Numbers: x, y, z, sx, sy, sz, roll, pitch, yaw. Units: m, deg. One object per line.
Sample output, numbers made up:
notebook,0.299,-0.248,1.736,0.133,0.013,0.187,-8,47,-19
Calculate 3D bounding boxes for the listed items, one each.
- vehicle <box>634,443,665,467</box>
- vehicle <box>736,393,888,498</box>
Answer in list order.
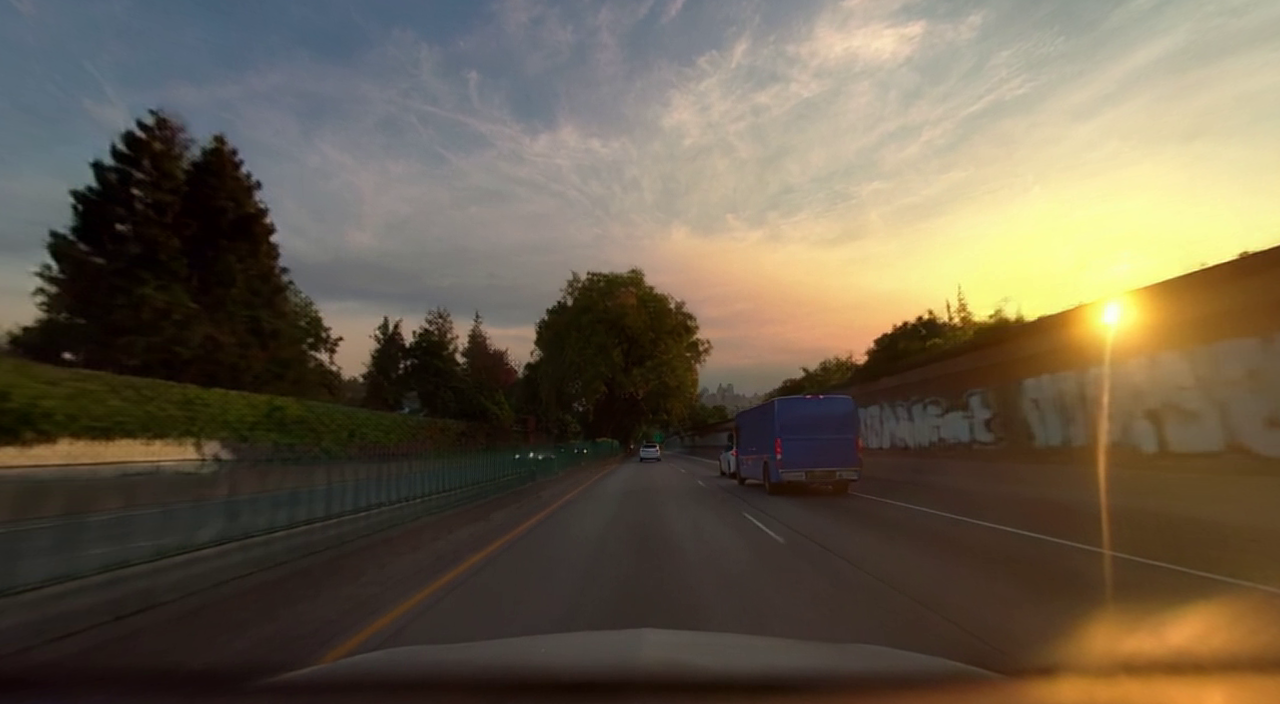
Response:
vehicle,0.618,6.985,42.890,2.030,1.572,4.067,0,-8,0
vehicle,4.891,2.884,19.533,2.712,2.659,6.992,0,-8,0
